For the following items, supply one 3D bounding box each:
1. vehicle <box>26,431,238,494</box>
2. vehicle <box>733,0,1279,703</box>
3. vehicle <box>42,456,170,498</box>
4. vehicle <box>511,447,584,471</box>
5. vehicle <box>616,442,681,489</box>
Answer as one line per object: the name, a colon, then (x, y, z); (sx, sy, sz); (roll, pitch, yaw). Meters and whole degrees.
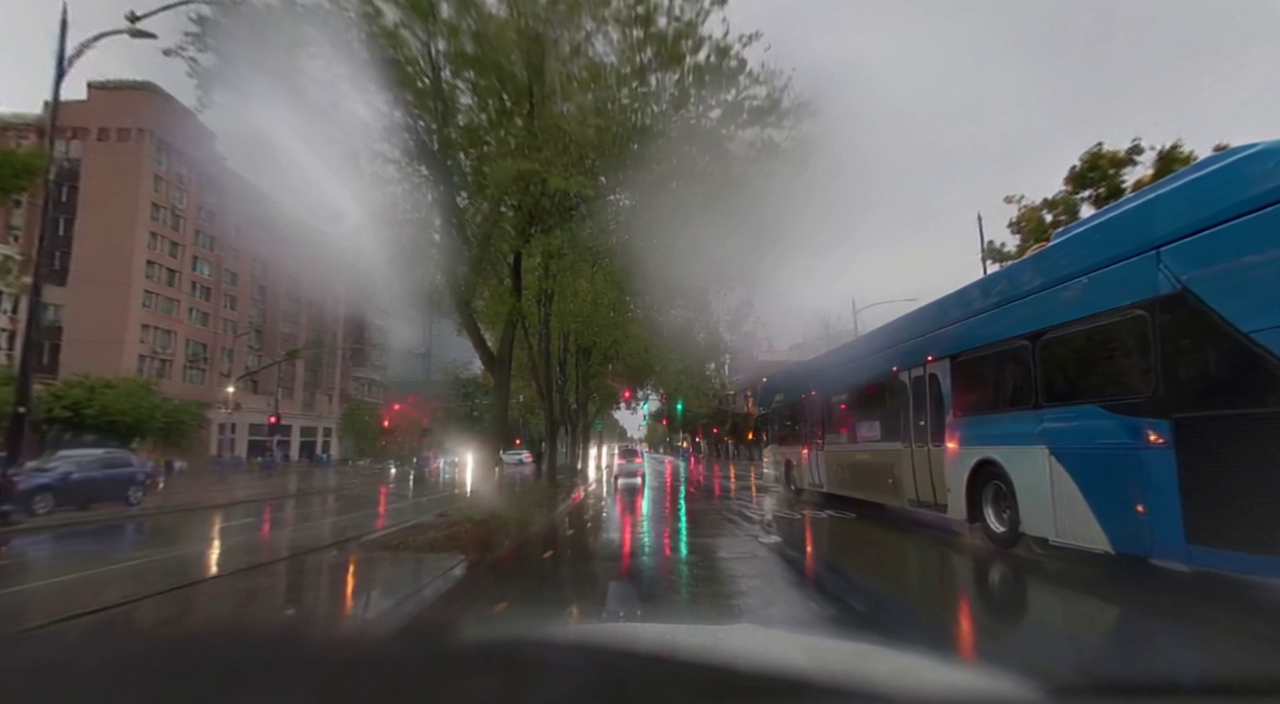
vehicle: (-29.399, 6.419, 37.188); (9.150, 3.310, 2.988); (6, -12, -37)
vehicle: (3.423, 0.204, 4.859); (3.250, 3.731, 13.693); (0, -8, 0)
vehicle: (-26.189, 6.081, 31.125); (4.570, 1.858, 1.942); (7, -11, -41)
vehicle: (-6.060, 7.026, 41.604); (4.417, 1.490, 1.816); (-3, -9, 11)
vehicle: (0.310, 4.060, 22.973); (2.123, 1.544, 4.158); (0, -8, 1)
